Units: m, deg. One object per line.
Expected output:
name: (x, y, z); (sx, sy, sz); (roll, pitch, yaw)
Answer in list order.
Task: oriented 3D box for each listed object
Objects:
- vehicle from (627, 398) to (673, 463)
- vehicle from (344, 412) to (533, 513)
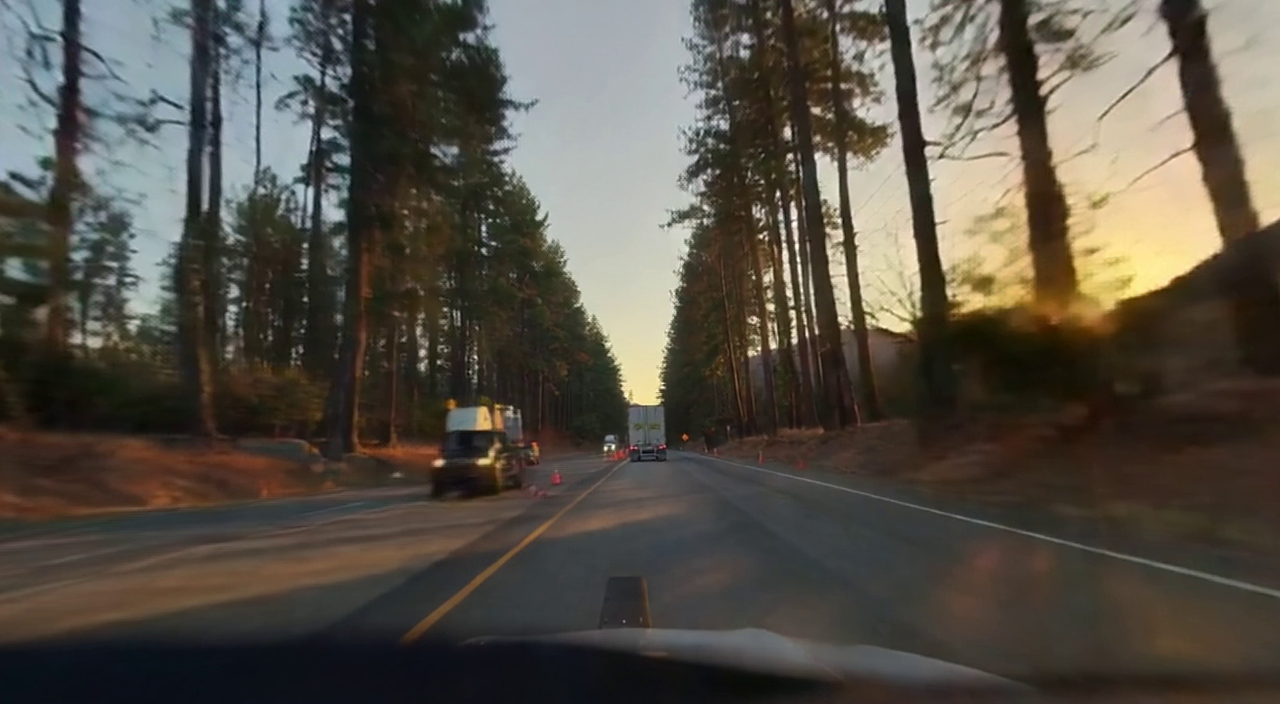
vehicle: (0.523, 5.799, 45.750); (2.935, 4.068, 11.036); (0, -8, -1)
vehicle: (-4.744, 2.763, 16.344); (2.771, 2.097, 6.248); (0, -8, 0)
